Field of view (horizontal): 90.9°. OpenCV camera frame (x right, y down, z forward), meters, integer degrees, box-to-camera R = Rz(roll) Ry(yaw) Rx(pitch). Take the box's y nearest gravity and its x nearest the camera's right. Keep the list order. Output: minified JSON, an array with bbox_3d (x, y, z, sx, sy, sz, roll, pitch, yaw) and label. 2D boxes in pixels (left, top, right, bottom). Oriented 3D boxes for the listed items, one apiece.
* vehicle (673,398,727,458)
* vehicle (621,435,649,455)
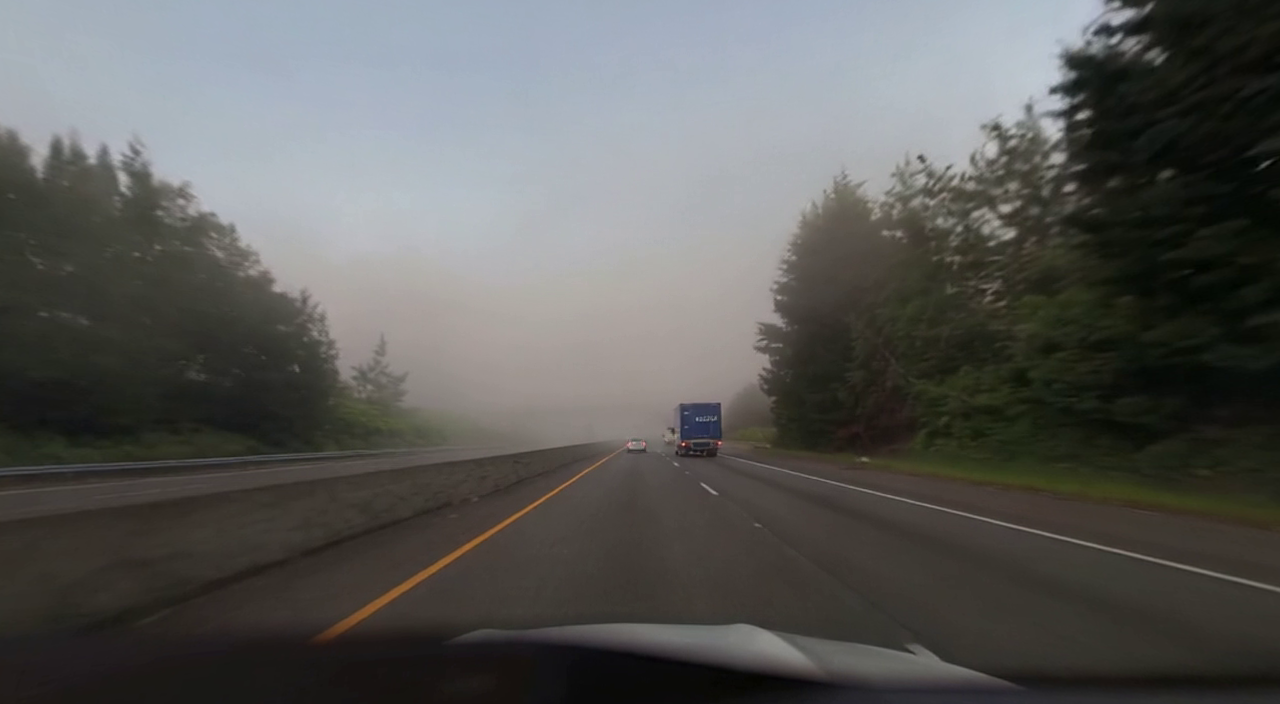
[{"bbox_3d":[3.602,4.654,38.563,2.913,3.491,2.811,0,-8,-1],"label":"vehicle"},{"bbox_3d":[-0.361,6.754,45.968,1.996,1.325,4.029,0,-8,0],"label":"vehicle"}]
